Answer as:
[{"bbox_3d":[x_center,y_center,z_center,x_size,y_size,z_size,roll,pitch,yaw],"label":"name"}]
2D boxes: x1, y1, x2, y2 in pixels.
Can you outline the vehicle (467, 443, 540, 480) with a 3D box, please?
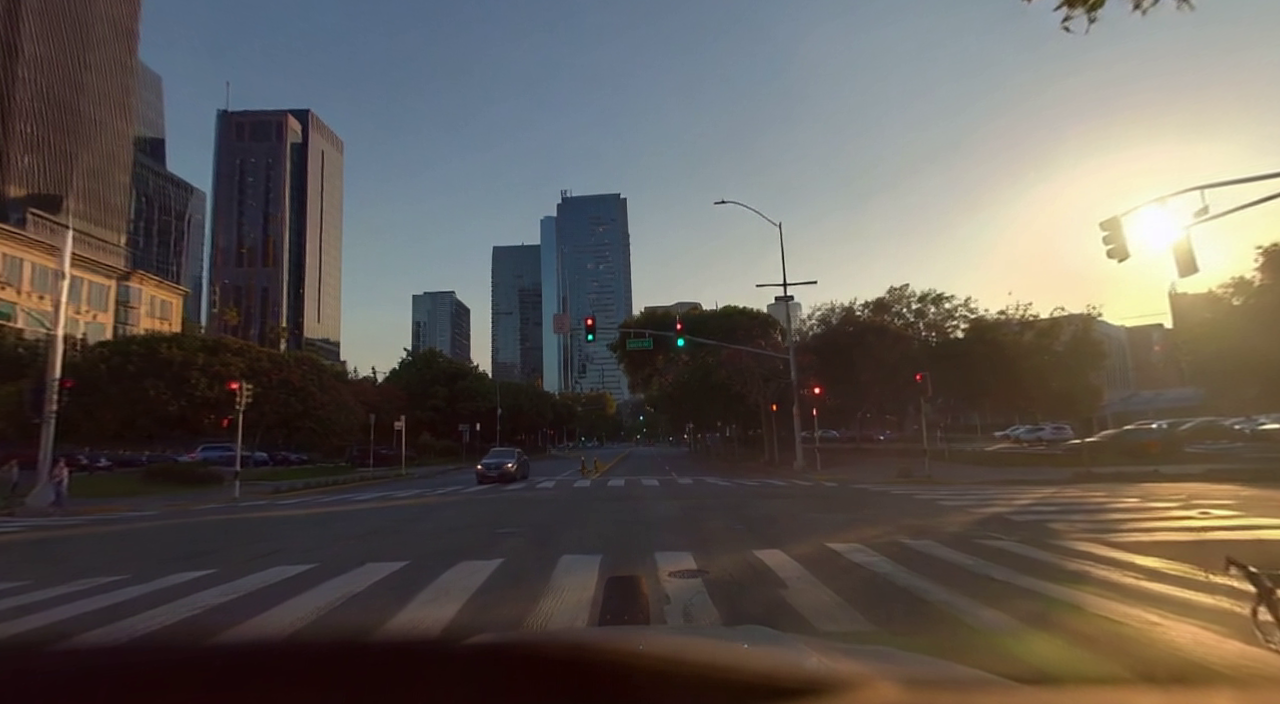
[{"bbox_3d":[-5.863,4.735,27.652,2.127,1.473,4.428,0,-9,1],"label":"vehicle"}]
